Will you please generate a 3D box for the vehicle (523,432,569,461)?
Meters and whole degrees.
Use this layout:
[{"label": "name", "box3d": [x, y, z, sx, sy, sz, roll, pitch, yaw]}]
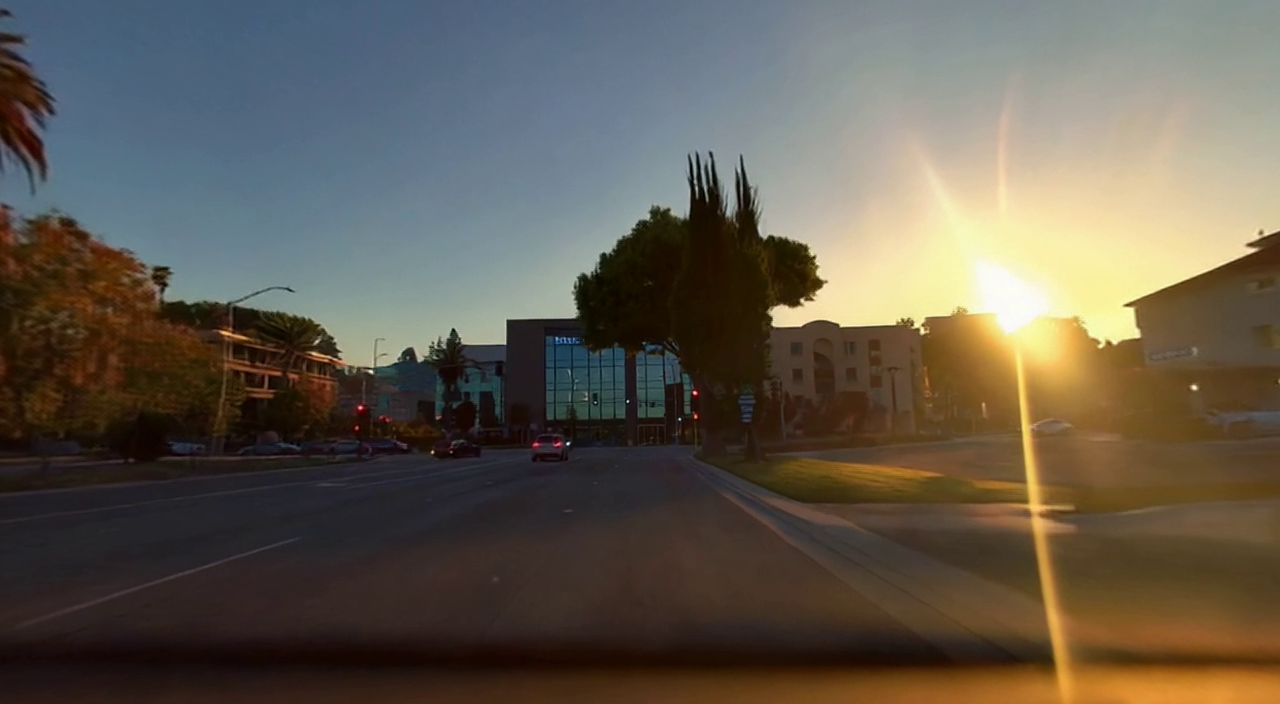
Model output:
[{"label": "vehicle", "box3d": [-6.006, 6.061, 40.539, 2.121, 1.731, 4.707, 0, -8, 1]}]
